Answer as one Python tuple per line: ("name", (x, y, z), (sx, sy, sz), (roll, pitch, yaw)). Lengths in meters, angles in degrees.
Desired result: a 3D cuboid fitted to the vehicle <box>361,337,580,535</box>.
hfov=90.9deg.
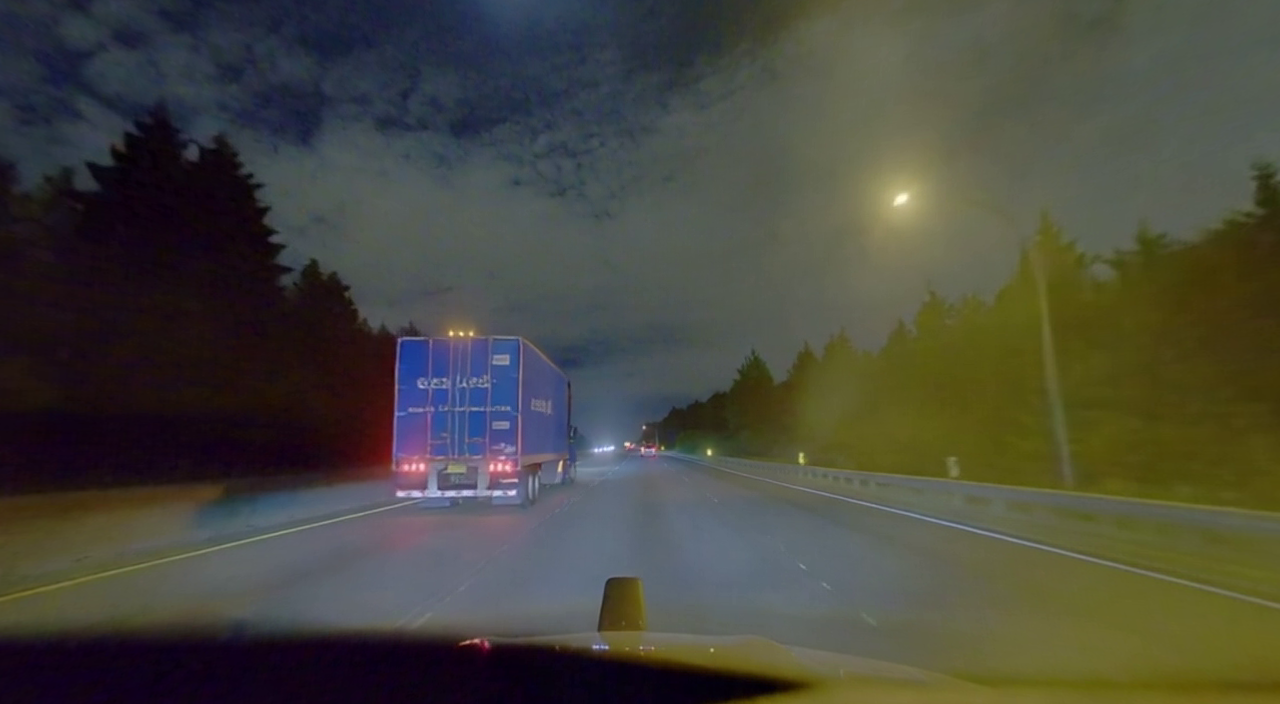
("vehicle", (-2.999, 1.829, 13.491), (2.695, 3.151, 6.885), (0, -9, 0))
